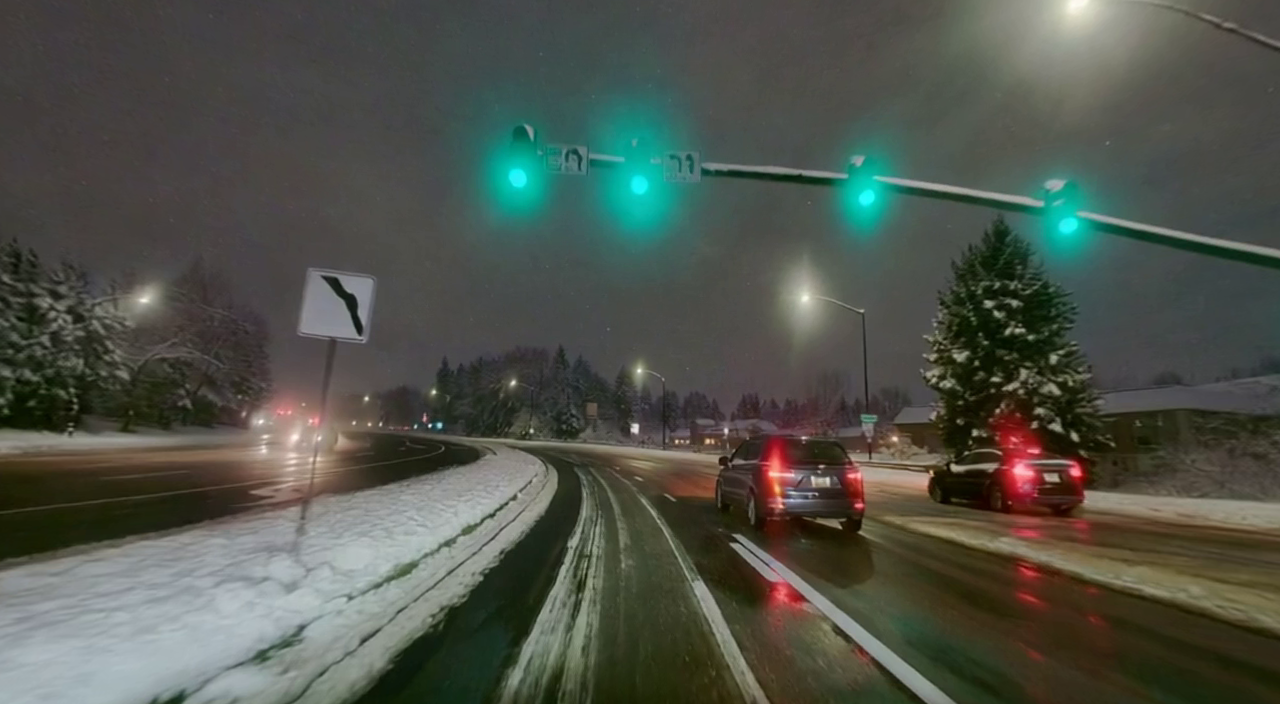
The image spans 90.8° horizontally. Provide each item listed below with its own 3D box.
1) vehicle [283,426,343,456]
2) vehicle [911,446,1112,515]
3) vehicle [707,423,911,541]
[{"bbox_3d":[-18.655,5.112,36.309,2.206,1.583,4.539,3,-9,-17],"label":"vehicle"},{"bbox_3d":[9.095,3.143,16.074,1.940,1.460,4.652,2,-8,-6],"label":"vehicle"},{"bbox_3d":[2.670,2.193,11.355,2.122,1.646,4.525,1,-8,-4],"label":"vehicle"}]
